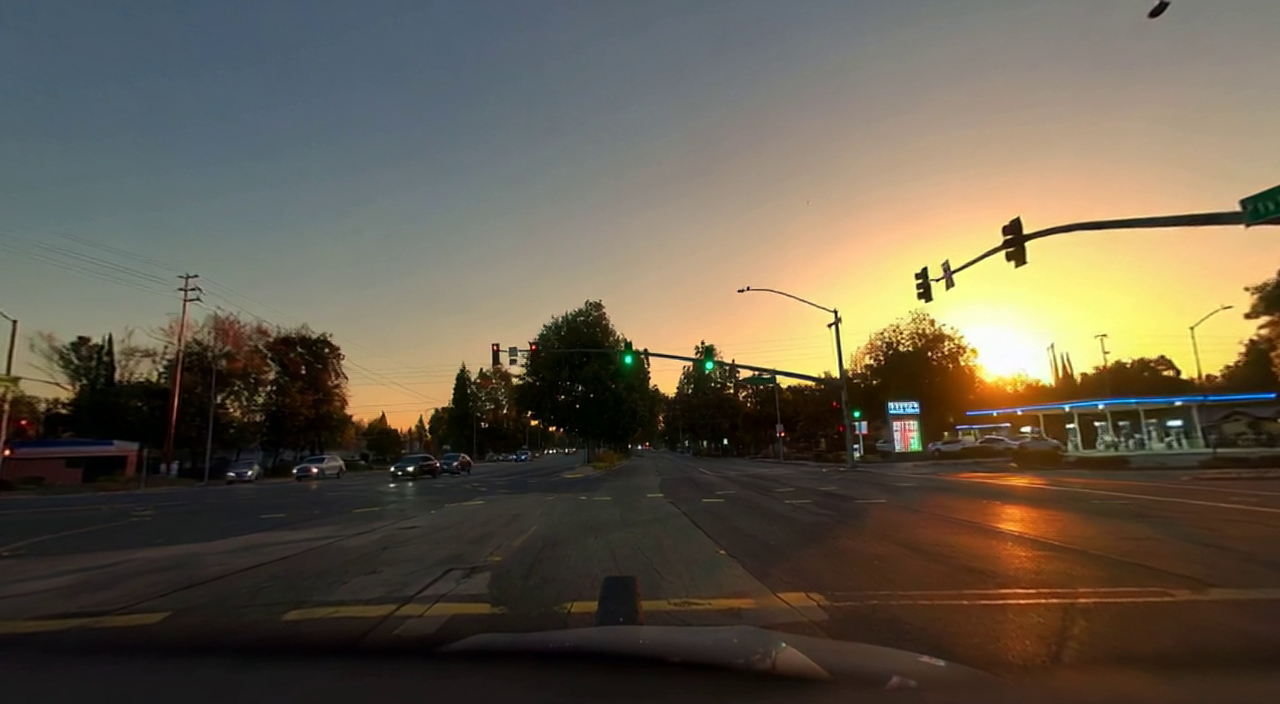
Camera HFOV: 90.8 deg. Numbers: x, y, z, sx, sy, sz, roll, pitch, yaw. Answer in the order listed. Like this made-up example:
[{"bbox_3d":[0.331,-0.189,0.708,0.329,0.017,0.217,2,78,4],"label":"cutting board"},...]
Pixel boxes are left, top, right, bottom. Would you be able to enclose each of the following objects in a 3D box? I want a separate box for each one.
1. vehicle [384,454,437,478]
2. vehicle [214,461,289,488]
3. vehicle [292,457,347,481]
[{"bbox_3d":[-15.331,7.630,42.520,1.920,1.434,4.328,0,-9,0],"label":"vehicle"},{"bbox_3d":[-24.695,7.777,40.358,1.895,1.483,4.790,0,-9,-2],"label":"vehicle"},{"bbox_3d":[-24.785,9.022,49.027,2.098,1.684,4.388,0,-9,-2],"label":"vehicle"}]
